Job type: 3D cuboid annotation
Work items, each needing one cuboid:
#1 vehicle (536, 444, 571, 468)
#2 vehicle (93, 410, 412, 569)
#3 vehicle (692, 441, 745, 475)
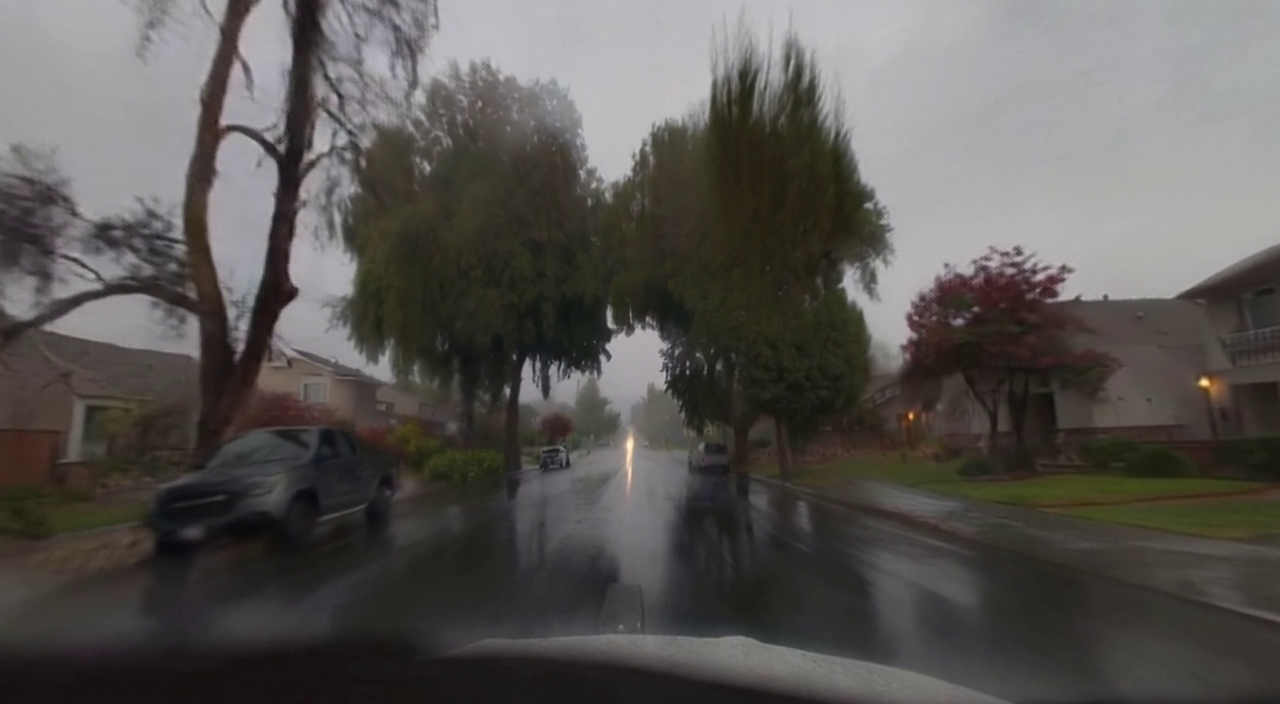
[{"bbox_3d":[-6.346,7.687,46.746,1.944,1.621,4.187,-1,-9,1],"label":"vehicle"},{"bbox_3d":[-5.796,2.096,10.556,2.341,1.942,5.044,-1,-8,-3],"label":"vehicle"},{"bbox_3d":[3.844,5.275,31.728,1.996,1.585,4.371,0,-8,-1],"label":"vehicle"}]
